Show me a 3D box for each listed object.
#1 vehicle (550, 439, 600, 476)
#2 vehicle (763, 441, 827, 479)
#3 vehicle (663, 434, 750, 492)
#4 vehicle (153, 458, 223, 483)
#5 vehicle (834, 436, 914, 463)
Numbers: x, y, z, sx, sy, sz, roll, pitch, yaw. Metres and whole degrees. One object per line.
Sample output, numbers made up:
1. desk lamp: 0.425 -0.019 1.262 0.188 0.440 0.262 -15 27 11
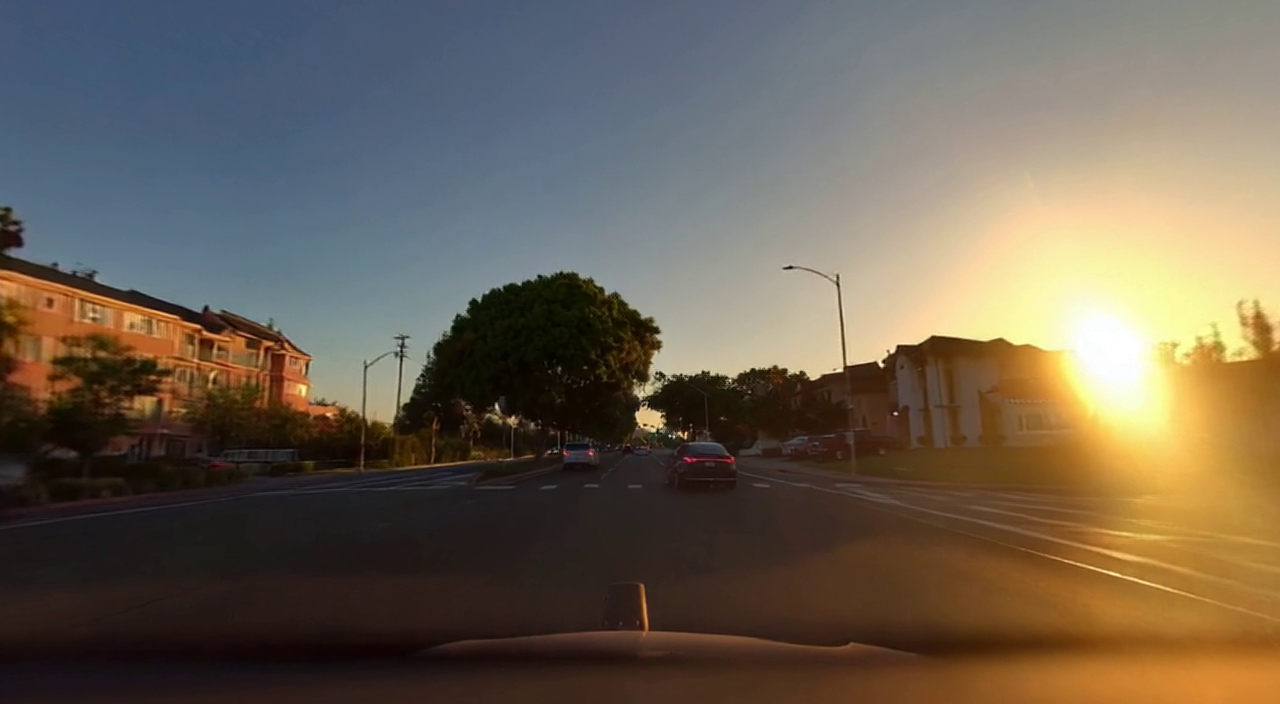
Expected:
1. vehicle: -3.267 5.426 32.628 2.084 1.735 4.528 0 -8 1
2. vehicle: 7.615 5.325 31.351 2.012 1.737 4.129 0 -8 -2
3. vehicle: 2.033 3.554 20.486 2.084 1.682 4.148 1 -8 -4
4. vehicle: -30.103 7.862 42.048 1.823 1.477 3.984 0 -8 -2
5. vehicle: 15.328 6.425 41.426 4.489 1.557 1.792 -2 -9 2
